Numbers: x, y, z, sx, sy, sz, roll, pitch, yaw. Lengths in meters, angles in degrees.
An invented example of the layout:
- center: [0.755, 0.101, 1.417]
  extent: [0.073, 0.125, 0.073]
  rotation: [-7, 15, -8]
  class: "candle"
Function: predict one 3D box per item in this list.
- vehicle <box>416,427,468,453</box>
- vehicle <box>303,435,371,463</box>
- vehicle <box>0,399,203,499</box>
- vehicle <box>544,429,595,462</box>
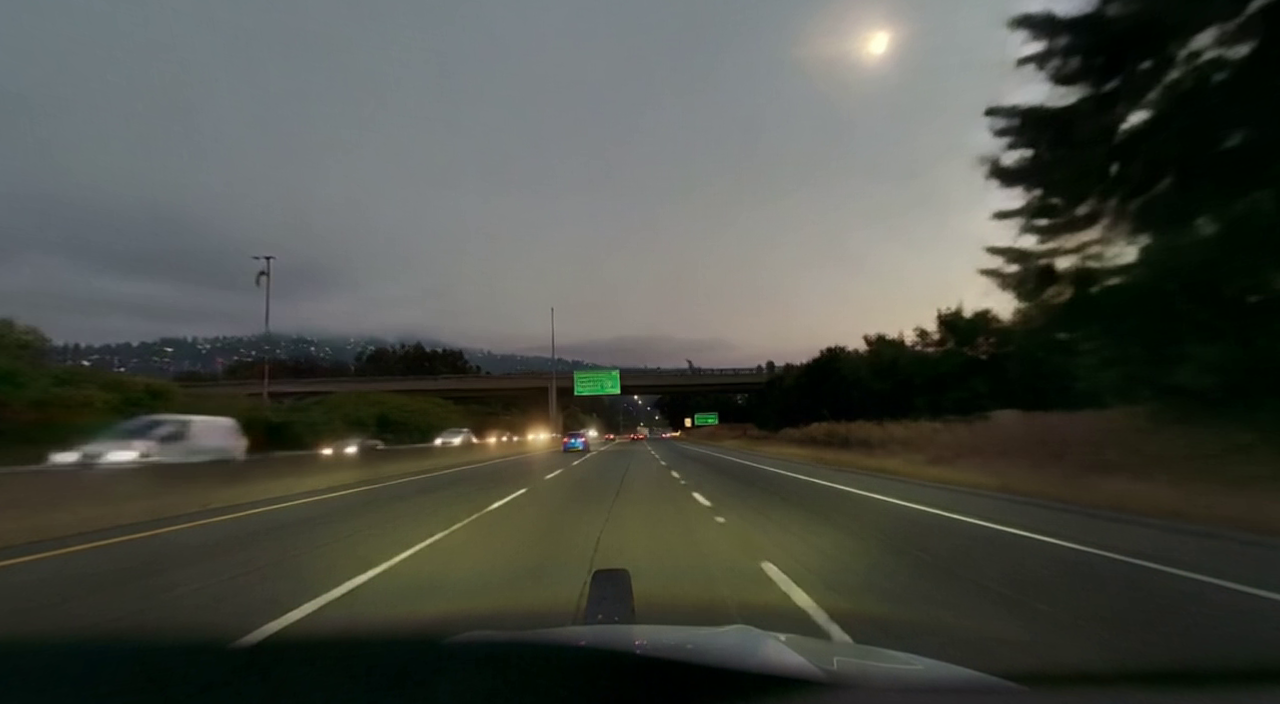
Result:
- center: [-13.422, 5.983, 43.107]
  extent: [1.945, 1.658, 4.898]
  rotation: [0, -7, 0]
  class: "vehicle"
- center: [-17.984, 5.721, 37.604]
  extent: [1.936, 1.552, 4.209]
  rotation: [0, -7, 0]
  class: "vehicle"
- center: [-13.506, 2.257, 15.095]
  extent: [2.341, 1.969, 5.181]
  rotation: [0, -7, 0]
  class: "vehicle"
- center: [-3.648, 4.906, 33.441]
  extent: [2.086, 1.624, 4.607]
  rotation: [0, -8, 1]
  class: "vehicle"
